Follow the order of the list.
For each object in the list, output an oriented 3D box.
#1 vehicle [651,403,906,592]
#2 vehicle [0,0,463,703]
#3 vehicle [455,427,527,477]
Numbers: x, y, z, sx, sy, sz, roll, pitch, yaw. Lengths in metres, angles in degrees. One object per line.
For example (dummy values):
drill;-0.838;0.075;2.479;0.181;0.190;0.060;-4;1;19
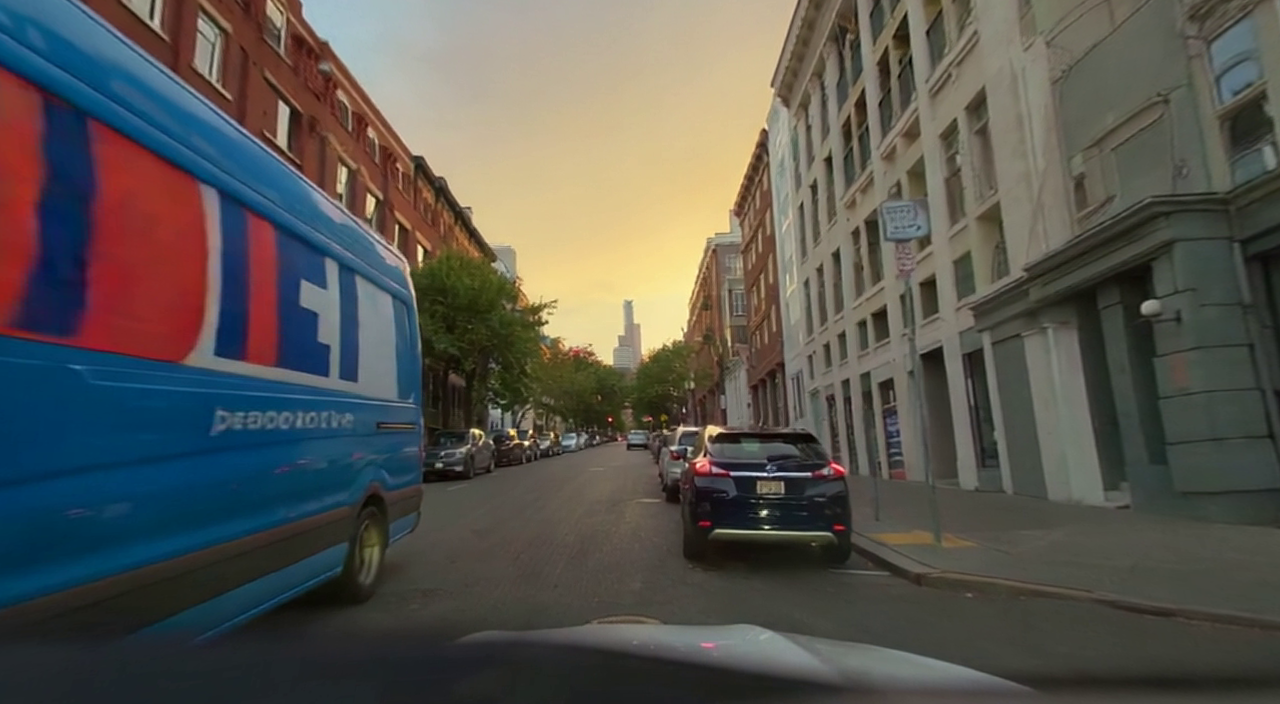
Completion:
vehicle;1.137;1.468;7.366;1.925;1.481;4.653;0;-8;0
vehicle;-3.200;0.126;3.599;2.558;3.014;7.101;0;-9;-2
vehicle;-5.826;3.908;25.201;1.859;1.508;4.144;2;-3;0
